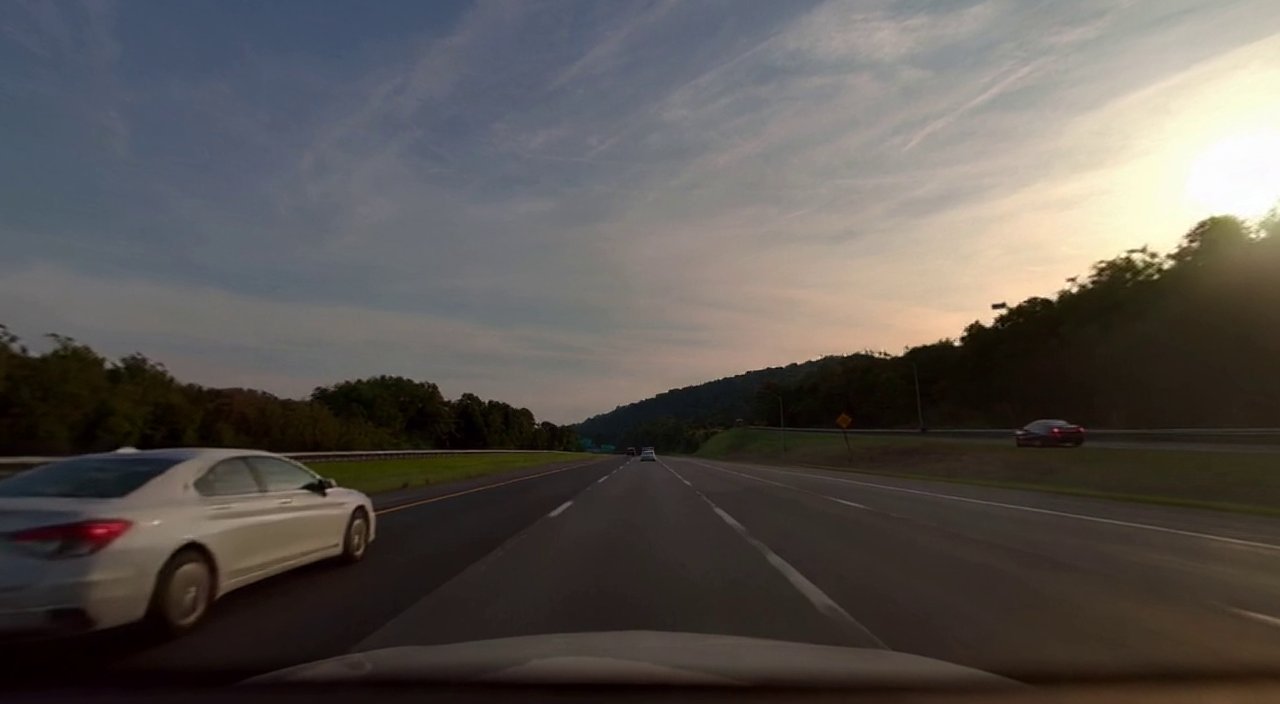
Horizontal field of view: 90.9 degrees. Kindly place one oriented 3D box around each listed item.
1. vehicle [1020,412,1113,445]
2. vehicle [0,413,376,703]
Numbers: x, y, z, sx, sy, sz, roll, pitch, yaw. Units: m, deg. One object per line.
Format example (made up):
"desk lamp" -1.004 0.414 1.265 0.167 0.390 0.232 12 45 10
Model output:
"vehicle" 23.956 4.374 35.656 2.235 1.713 4.397 0 -8 2
"vehicle" -4.133 1.371 5.116 2.021 1.526 4.385 0 -8 1
